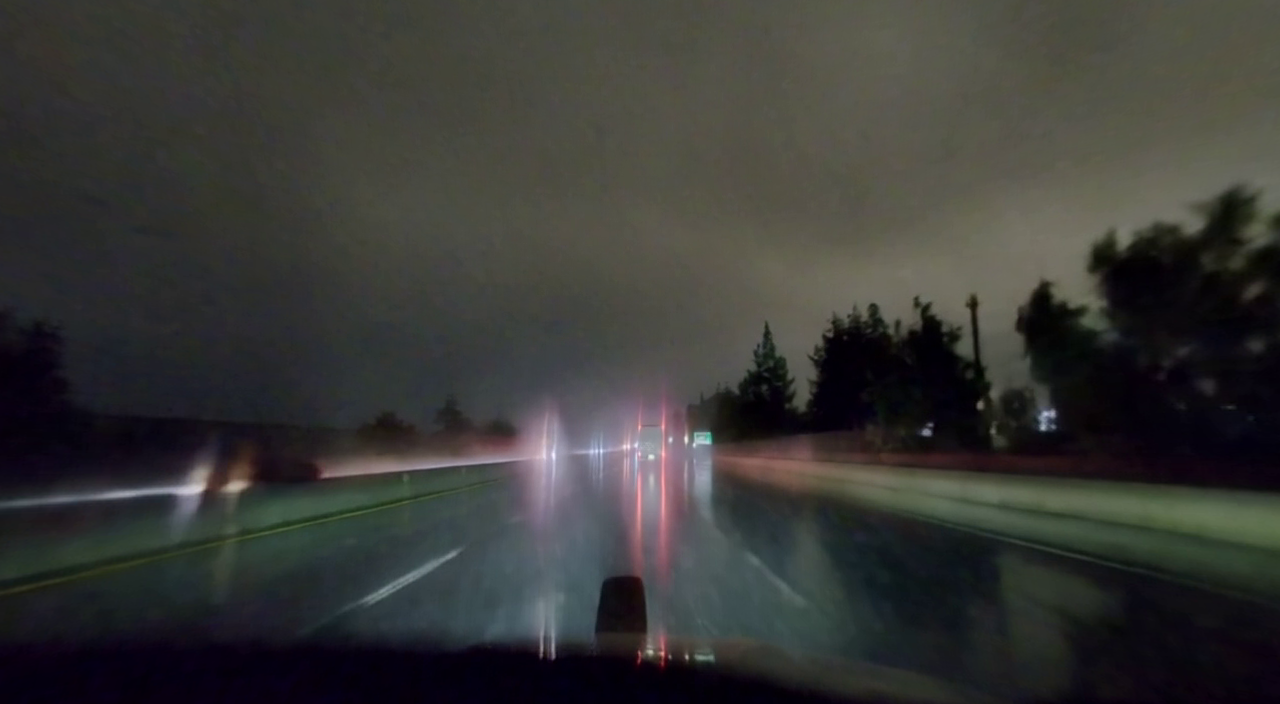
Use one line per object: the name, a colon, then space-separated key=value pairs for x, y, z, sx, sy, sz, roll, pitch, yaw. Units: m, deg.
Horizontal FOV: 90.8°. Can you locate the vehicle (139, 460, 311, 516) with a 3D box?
vehicle: x=-12.937 y=4.238 z=20.196 sx=2.086 sy=1.456 sz=5.044 roll=0 pitch=-9 yaw=0
